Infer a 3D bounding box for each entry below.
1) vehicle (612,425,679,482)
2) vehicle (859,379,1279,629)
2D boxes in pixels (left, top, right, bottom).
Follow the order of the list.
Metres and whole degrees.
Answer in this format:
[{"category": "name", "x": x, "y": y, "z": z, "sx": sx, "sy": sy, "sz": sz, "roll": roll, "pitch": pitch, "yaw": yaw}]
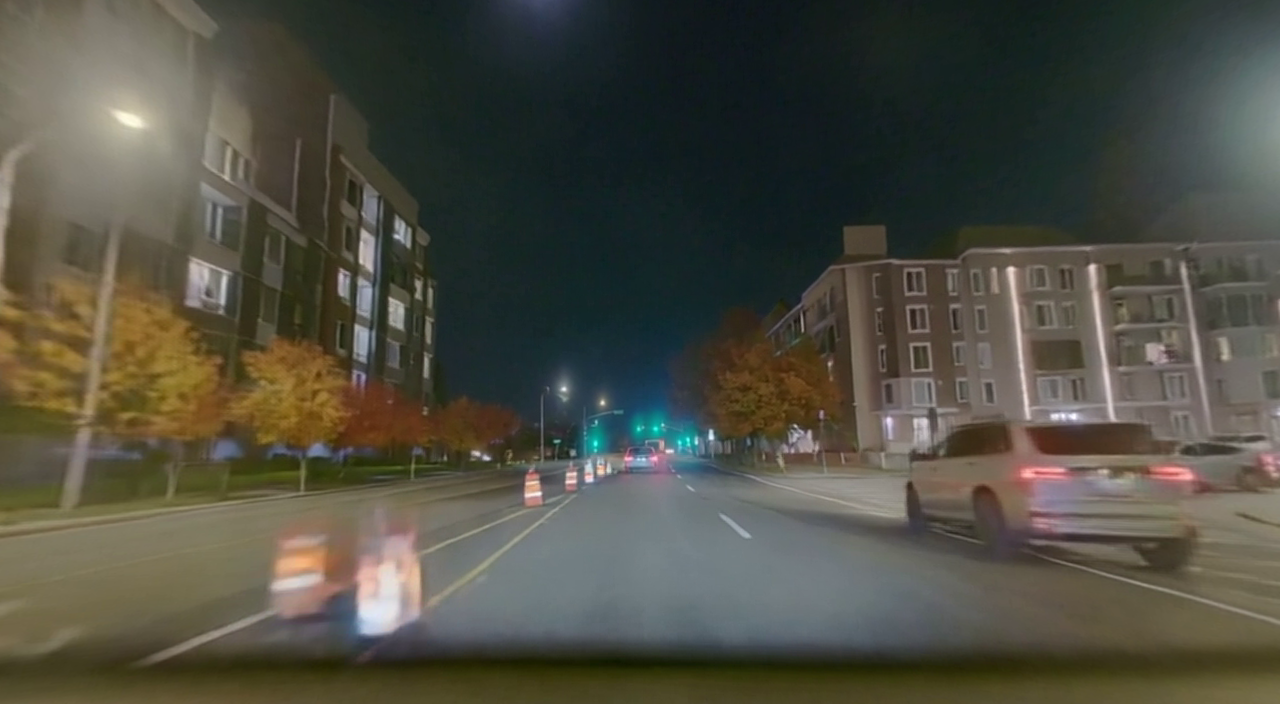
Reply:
[{"category": "vehicle", "x": 0.338, "y": 4.720, "z": 29.502, "sx": 2.762, "sy": 2.309, "sz": 6.723, "roll": 0, "pitch": -8, "yaw": 2}, {"category": "vehicle", "x": 4.293, "y": 1.540, "z": 7.538, "sx": 2.120, "sy": 1.828, "sz": 5.531, "roll": -1, "pitch": -9, "yaw": 9}]
